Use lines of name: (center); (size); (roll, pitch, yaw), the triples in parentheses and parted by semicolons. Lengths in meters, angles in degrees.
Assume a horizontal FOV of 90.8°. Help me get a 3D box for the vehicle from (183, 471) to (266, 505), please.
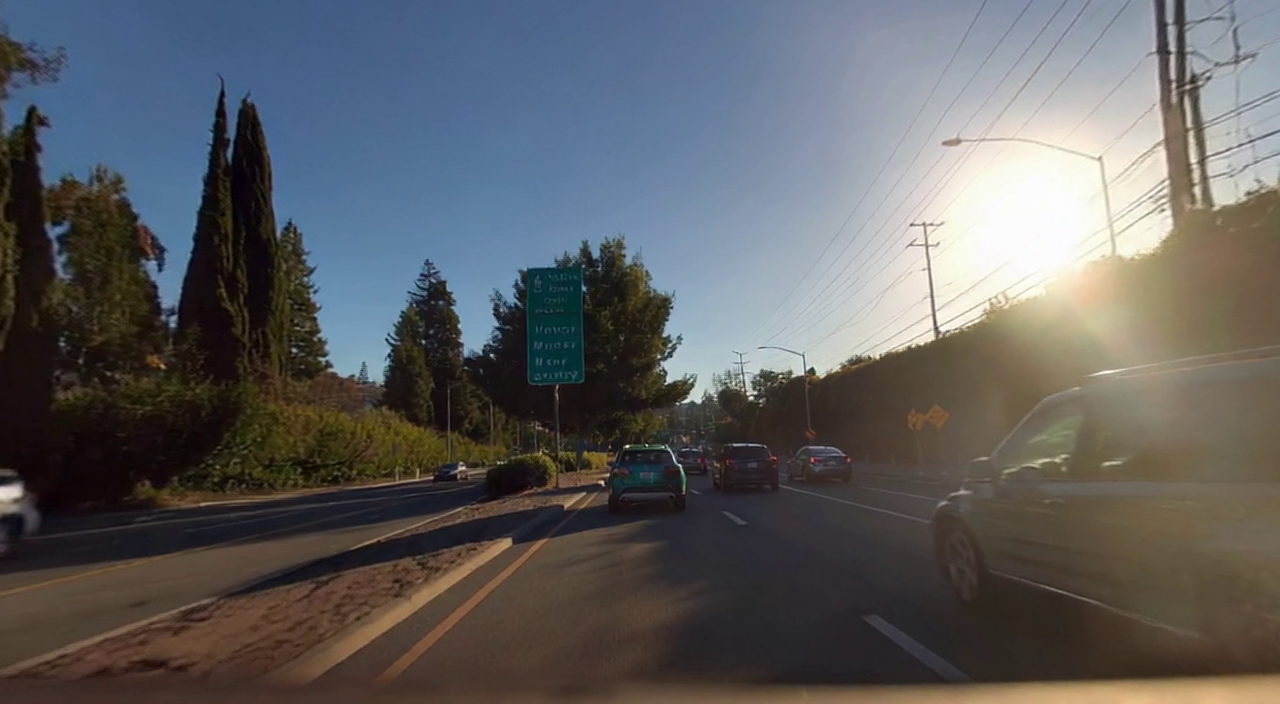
vehicle: (-22.622, 7.404, 34.585); (1.847, 1.554, 3.926); (0, -9, -1)

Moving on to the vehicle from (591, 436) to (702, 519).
vehicle: (0.119, 2.827, 14.771); (2.199, 1.641, 4.232); (0, -9, 0)

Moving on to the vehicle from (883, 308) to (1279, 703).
vehicle: (3.399, 0.967, 3.715); (2.097, 1.818, 4.625); (0, -9, 0)

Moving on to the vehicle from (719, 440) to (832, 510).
vehicle: (3.371, 3.143, 16.634); (2.064, 1.591, 4.081); (0, -9, 0)
